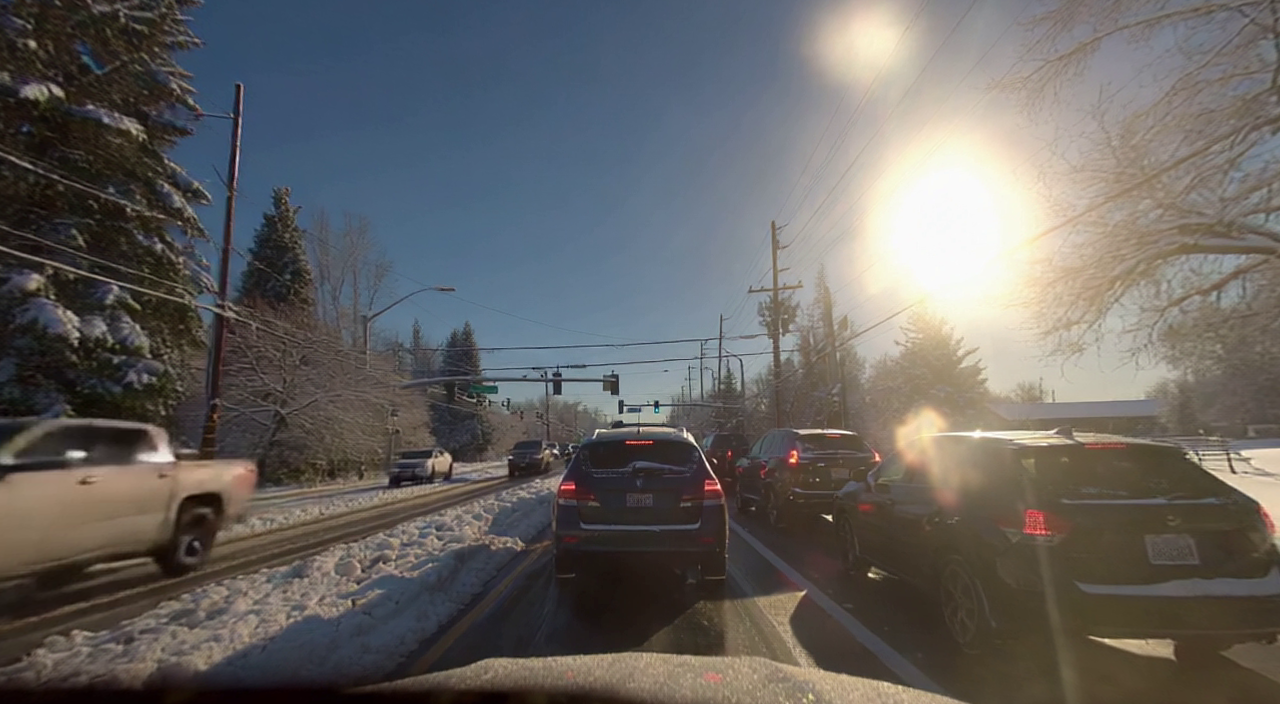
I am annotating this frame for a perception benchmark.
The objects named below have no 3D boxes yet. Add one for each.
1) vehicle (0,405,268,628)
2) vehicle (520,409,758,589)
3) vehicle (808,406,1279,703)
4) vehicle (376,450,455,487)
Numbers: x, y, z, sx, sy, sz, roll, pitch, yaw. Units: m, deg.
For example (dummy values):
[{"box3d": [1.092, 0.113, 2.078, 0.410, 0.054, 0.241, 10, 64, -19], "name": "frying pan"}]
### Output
[{"box3d": [-6.198, 1.478, 6.117, 2.253, 1.751, 4.700, 0, -8, 1], "name": "vehicle"}, {"box3d": [0.008, 1.671, 7.985, 2.200, 1.653, 4.127, 0, -8, 0], "name": "vehicle"}, {"box3d": [2.894, 1.308, 4.991, 1.950, 1.487, 4.275, 0, -8, 0], "name": "vehicle"}, {"box3d": [-9.809, 5.083, 27.898, 1.921, 1.471, 4.137, 0, -8, 1], "name": "vehicle"}]
